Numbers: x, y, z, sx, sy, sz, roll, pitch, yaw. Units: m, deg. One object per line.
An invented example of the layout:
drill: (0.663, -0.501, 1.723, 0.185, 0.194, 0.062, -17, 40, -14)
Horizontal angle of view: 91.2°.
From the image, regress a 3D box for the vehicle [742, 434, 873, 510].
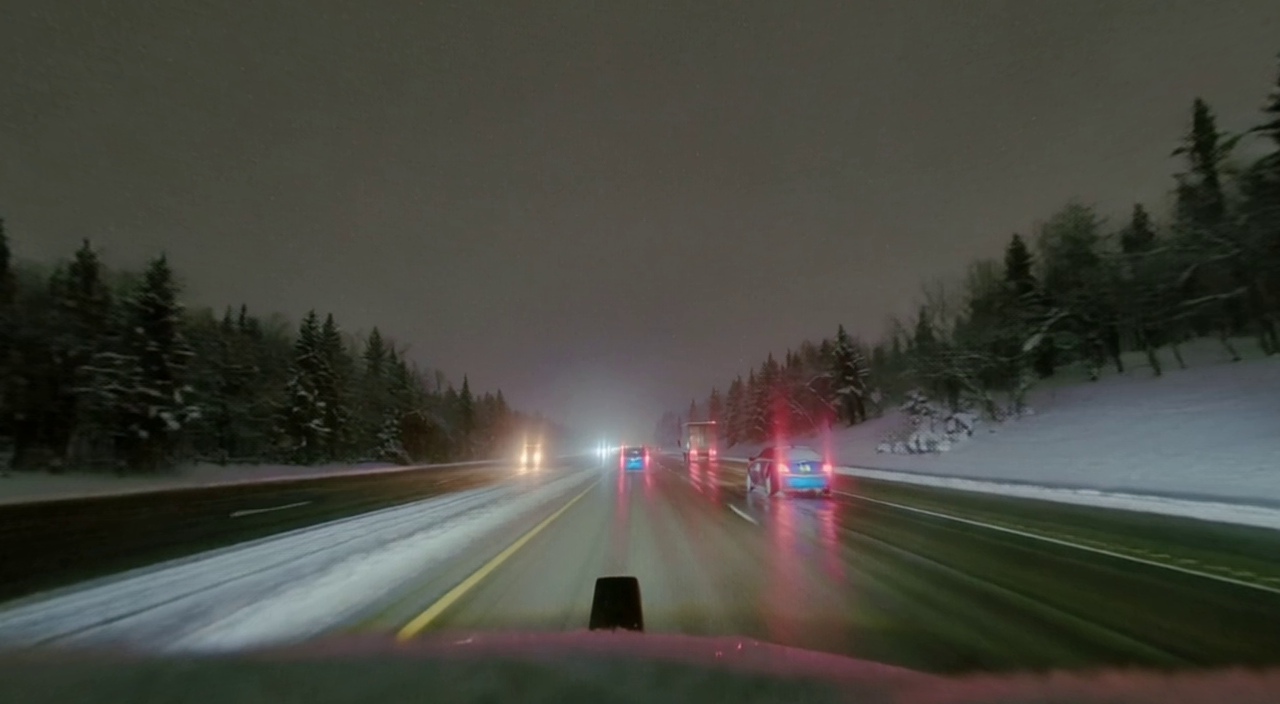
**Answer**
vehicle: (3.837, 2.827, 15.187, 1.953, 1.540, 4.101, 0, -9, -1)

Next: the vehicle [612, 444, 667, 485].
vehicle: (-0.036, 4.526, 25.468, 2.066, 1.490, 3.759, 0, -9, -1)
